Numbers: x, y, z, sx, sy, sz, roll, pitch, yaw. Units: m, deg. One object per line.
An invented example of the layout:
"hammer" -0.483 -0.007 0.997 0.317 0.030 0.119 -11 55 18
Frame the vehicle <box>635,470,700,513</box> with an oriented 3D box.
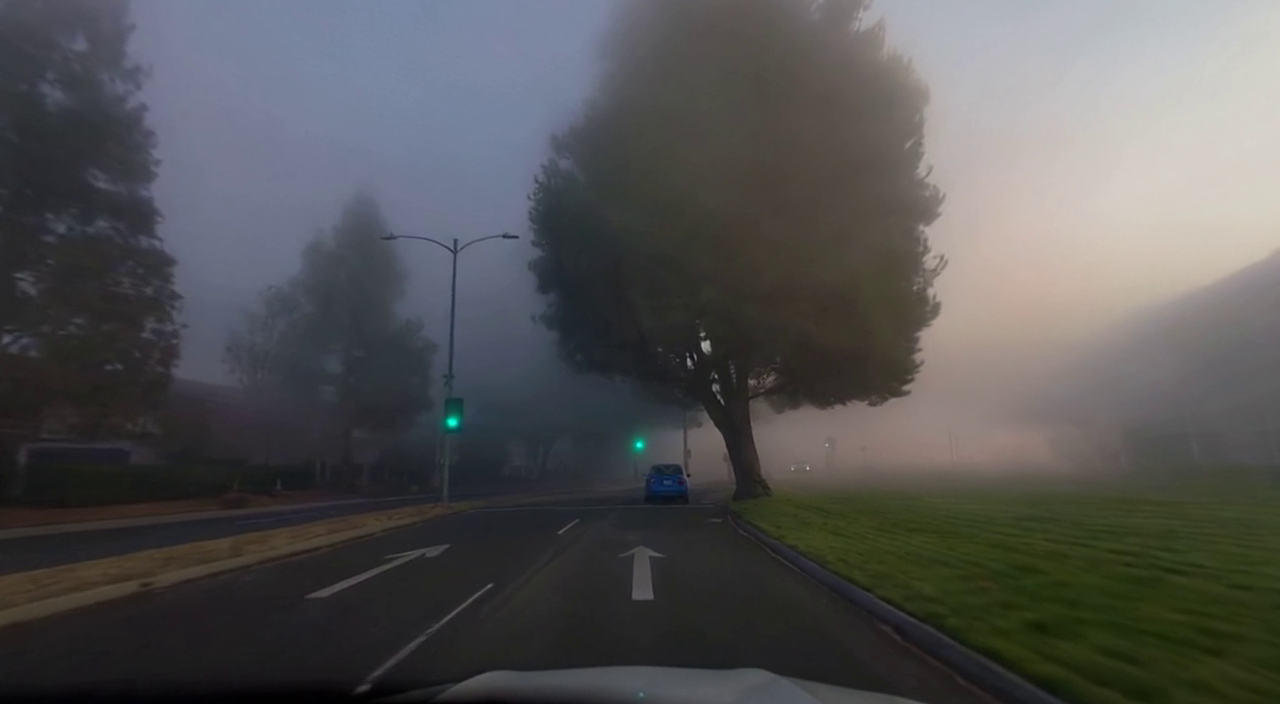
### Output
"vehicle" 1.086 4.790 22.057 1.972 1.250 5.282 0 -10 6
